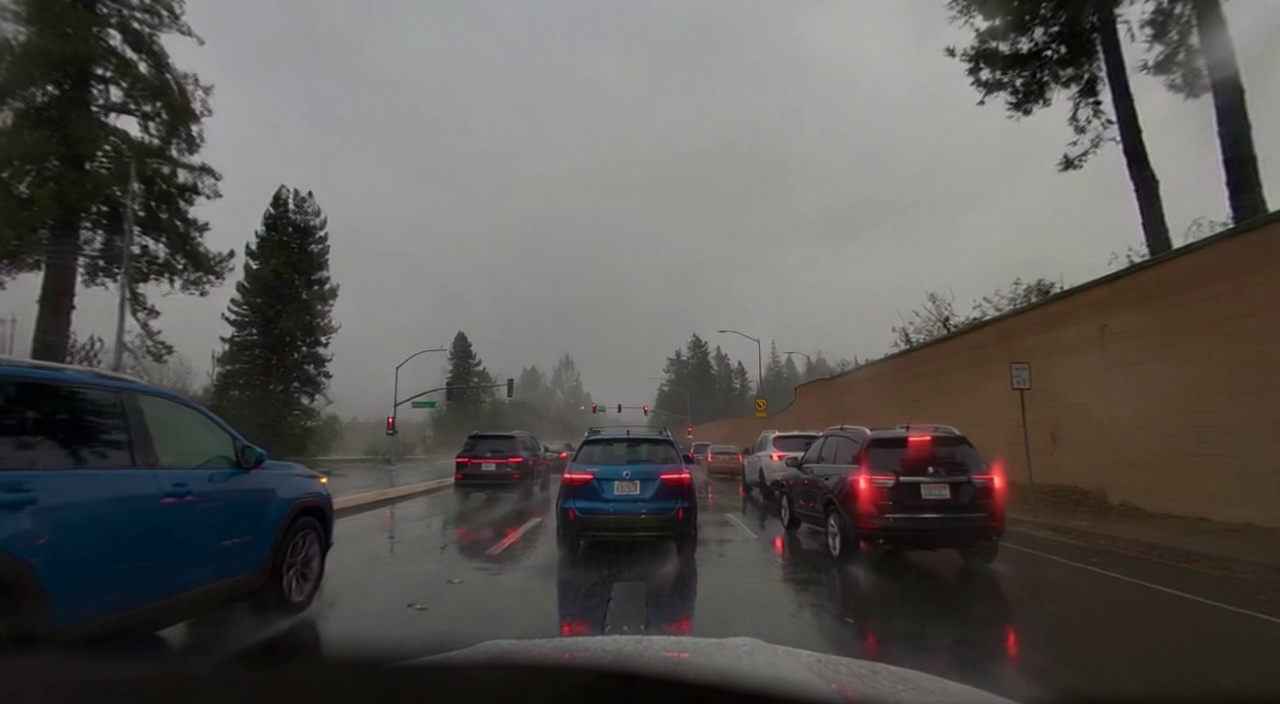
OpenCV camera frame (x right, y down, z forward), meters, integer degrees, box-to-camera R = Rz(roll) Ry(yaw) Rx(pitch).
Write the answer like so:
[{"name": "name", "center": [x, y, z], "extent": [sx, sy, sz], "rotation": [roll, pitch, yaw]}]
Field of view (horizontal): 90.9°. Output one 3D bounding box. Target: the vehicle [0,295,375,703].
[{"name": "vehicle", "center": [-3.537, 0.912, 3.605], "extent": [2.070, 1.913, 4.450], "rotation": [0, -8, 0]}]

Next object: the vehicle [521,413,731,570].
[{"name": "vehicle", "center": [-0.120, 1.793, 8.814], "extent": [2.245, 1.677, 3.913], "rotation": [0, -8, 1]}]

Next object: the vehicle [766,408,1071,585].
[{"name": "vehicle", "center": [3.142, 1.713, 8.327], "extent": [2.029, 1.702, 4.281], "rotation": [0, -8, 0]}]

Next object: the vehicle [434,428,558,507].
[{"name": "vehicle", "center": [-3.546, 2.952, 16.574], "extent": [2.067, 1.759, 4.631], "rotation": [0, -8, 1]}]
